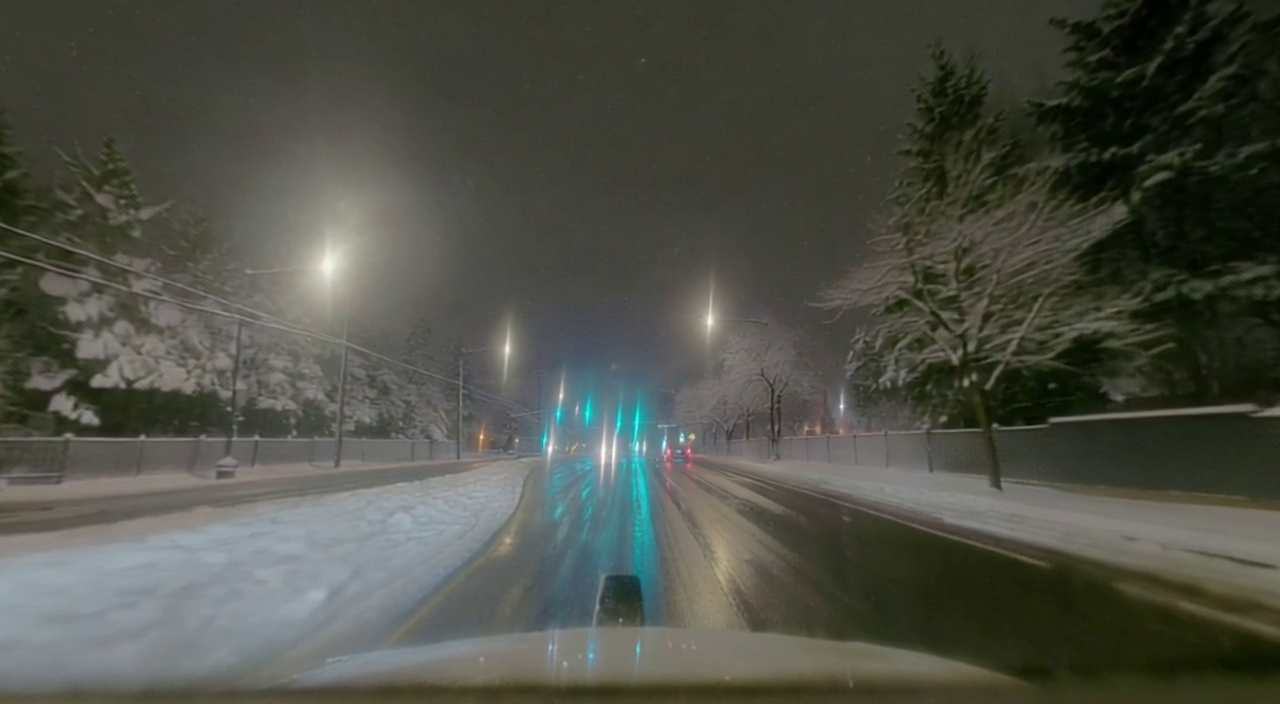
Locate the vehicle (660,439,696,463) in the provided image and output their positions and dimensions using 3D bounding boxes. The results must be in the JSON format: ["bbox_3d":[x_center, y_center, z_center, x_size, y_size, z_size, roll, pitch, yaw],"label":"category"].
[{"bbox_3d":[2.489,6.632,42.233,2.105,1.490,4.008,0,-8,-1],"label":"vehicle"}]
